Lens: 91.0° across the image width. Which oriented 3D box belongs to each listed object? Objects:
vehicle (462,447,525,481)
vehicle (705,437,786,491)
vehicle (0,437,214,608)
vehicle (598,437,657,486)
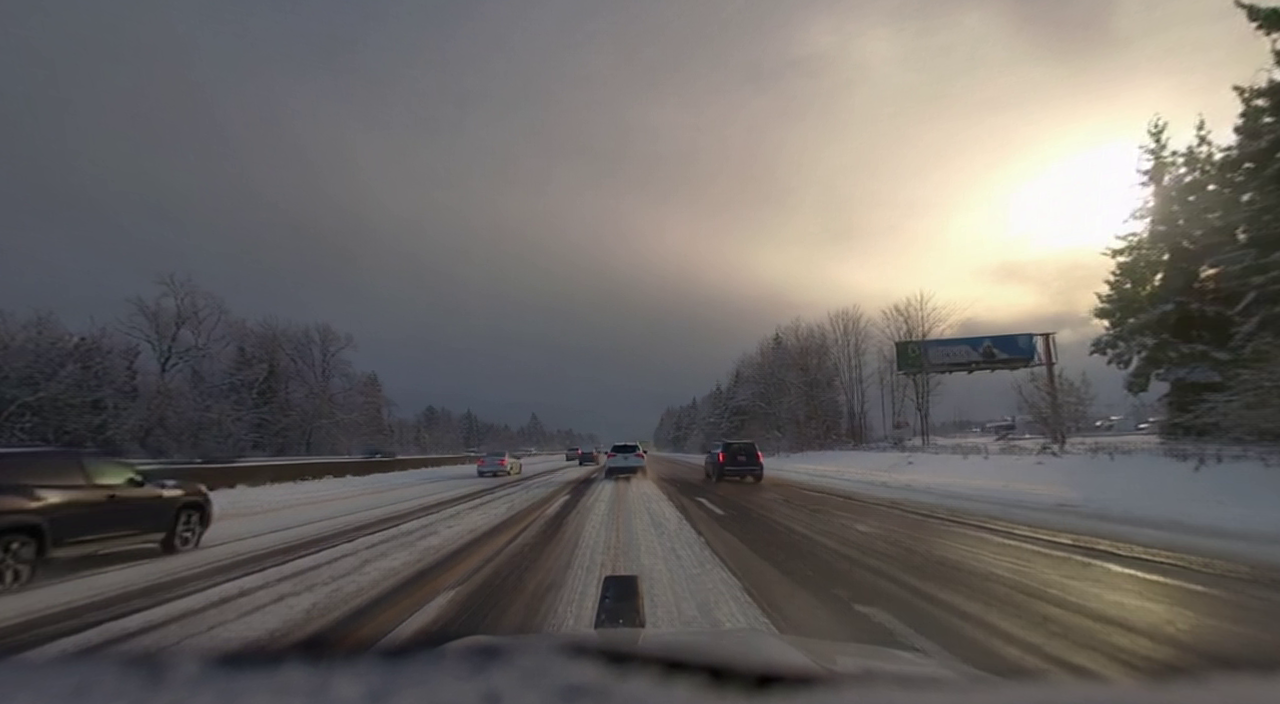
[{"bbox_3d":[-7.054,5.408,30.736,1.892,1.468,4.792,0,-9,0],"label":"vehicle"},{"bbox_3d":[3.583,3.889,22.226,1.925,1.716,4.378,0,-9,-2],"label":"vehicle"},{"bbox_3d":[-6.662,1.578,5.981,1.918,1.509,4.736,0,-9,0],"label":"vehicle"},{"bbox_3d":[-0.477,4.298,25.110,2.127,1.749,4.776,0,-9,0],"label":"vehicle"}]
